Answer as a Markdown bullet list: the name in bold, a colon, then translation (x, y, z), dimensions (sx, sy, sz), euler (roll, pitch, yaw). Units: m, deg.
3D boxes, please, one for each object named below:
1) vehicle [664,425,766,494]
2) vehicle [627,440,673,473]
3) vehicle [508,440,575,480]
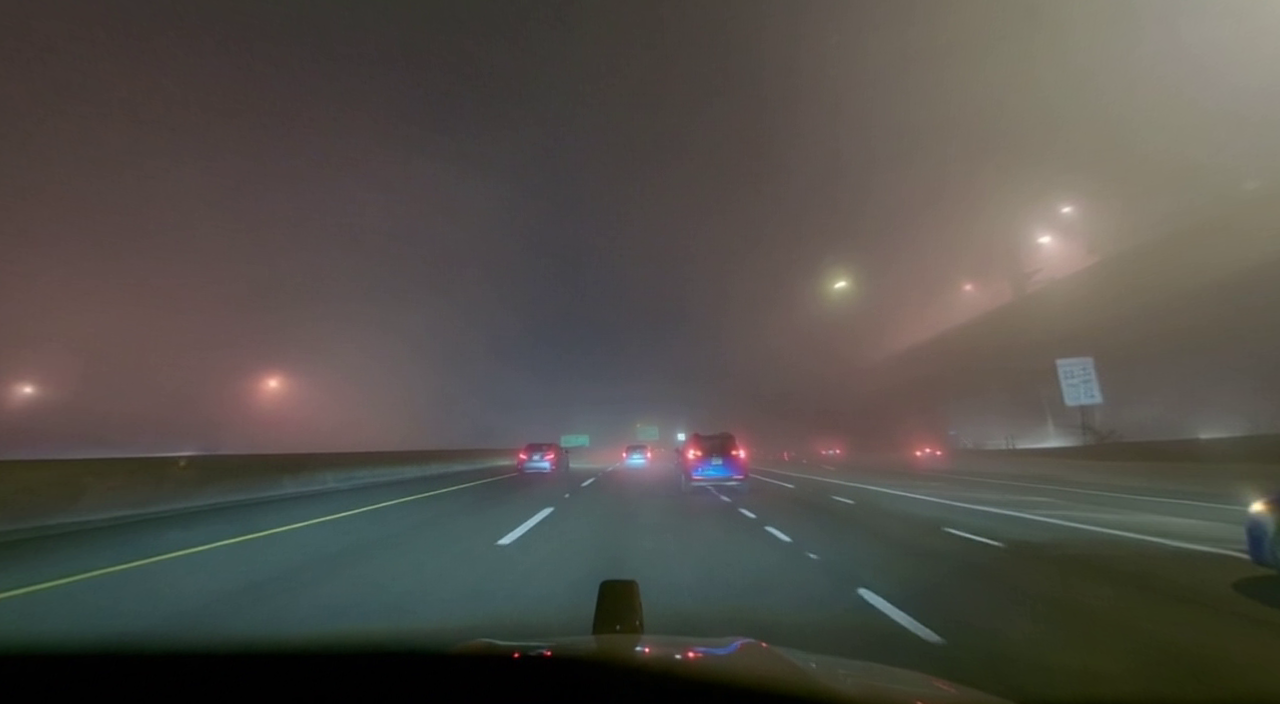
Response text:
- **vehicle**: translation (2.007, 3.082, 18.327), dimensions (2.202, 1.748, 4.158), euler (1, -8, -4)
- **vehicle**: translation (0.461, 5.051, 30.618), dimensions (2.089, 1.493, 3.964), euler (0, -8, 0)
- **vehicle**: translation (-3.972, 4.405, 26.041), dimensions (2.031, 1.491, 4.145), euler (0, -8, 1)
